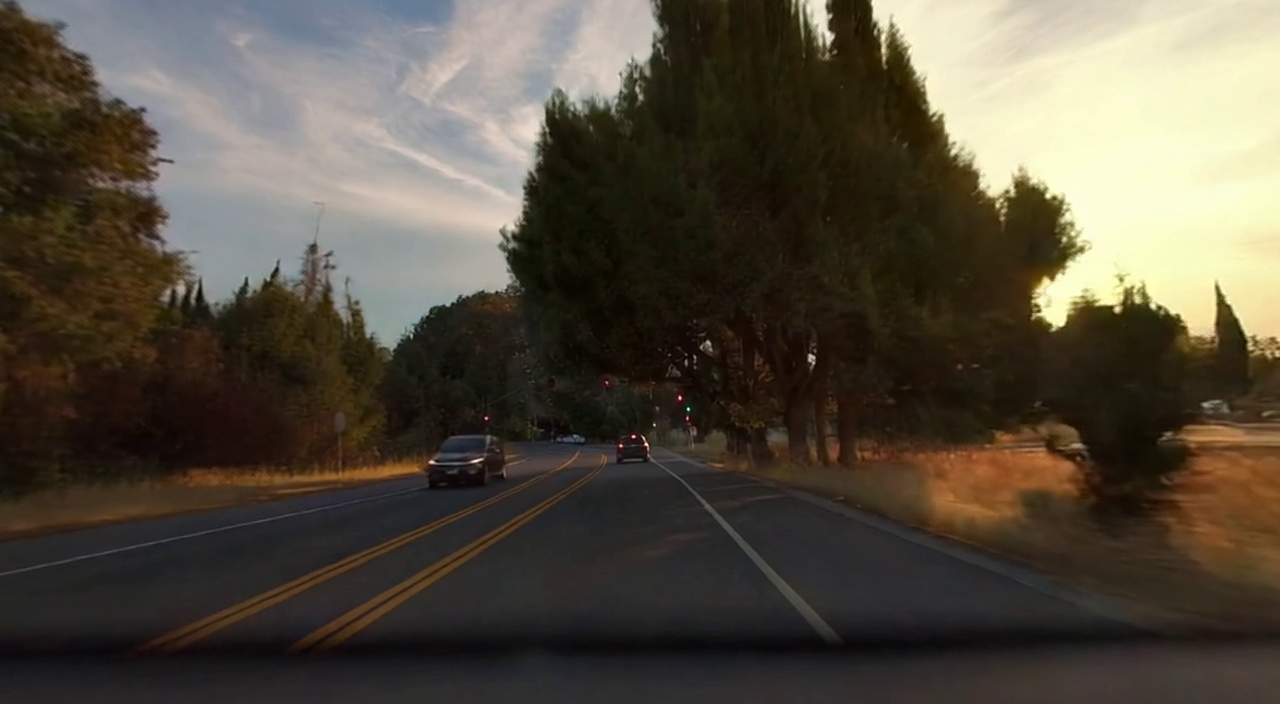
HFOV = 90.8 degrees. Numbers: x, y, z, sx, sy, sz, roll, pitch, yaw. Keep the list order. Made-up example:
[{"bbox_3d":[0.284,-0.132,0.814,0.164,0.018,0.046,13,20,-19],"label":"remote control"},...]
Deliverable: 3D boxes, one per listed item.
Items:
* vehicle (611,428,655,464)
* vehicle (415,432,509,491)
[{"bbox_3d":[-0.454,5.810,39.102,2.574,2.059,5.331,0,-8,-1],"label":"vehicle"},{"bbox_3d":[-6.596,4.106,24.055,2.378,1.853,4.847,-3,-8,-3],"label":"vehicle"}]
